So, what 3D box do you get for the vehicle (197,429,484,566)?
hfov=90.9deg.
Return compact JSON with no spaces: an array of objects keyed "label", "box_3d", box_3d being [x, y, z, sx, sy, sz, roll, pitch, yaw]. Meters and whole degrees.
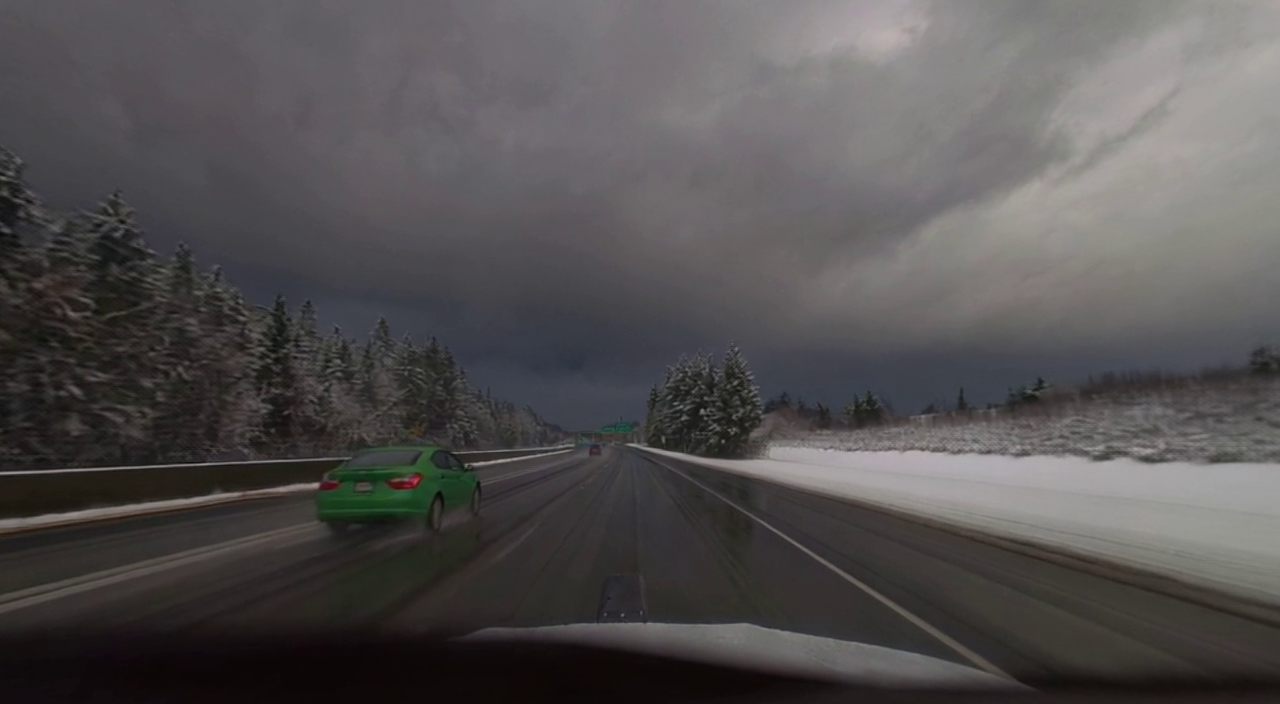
[{"label":"vehicle","box_3d":[-3.949,1.994,9.434,2.017,1.522,4.569,0,-9,0]}]
